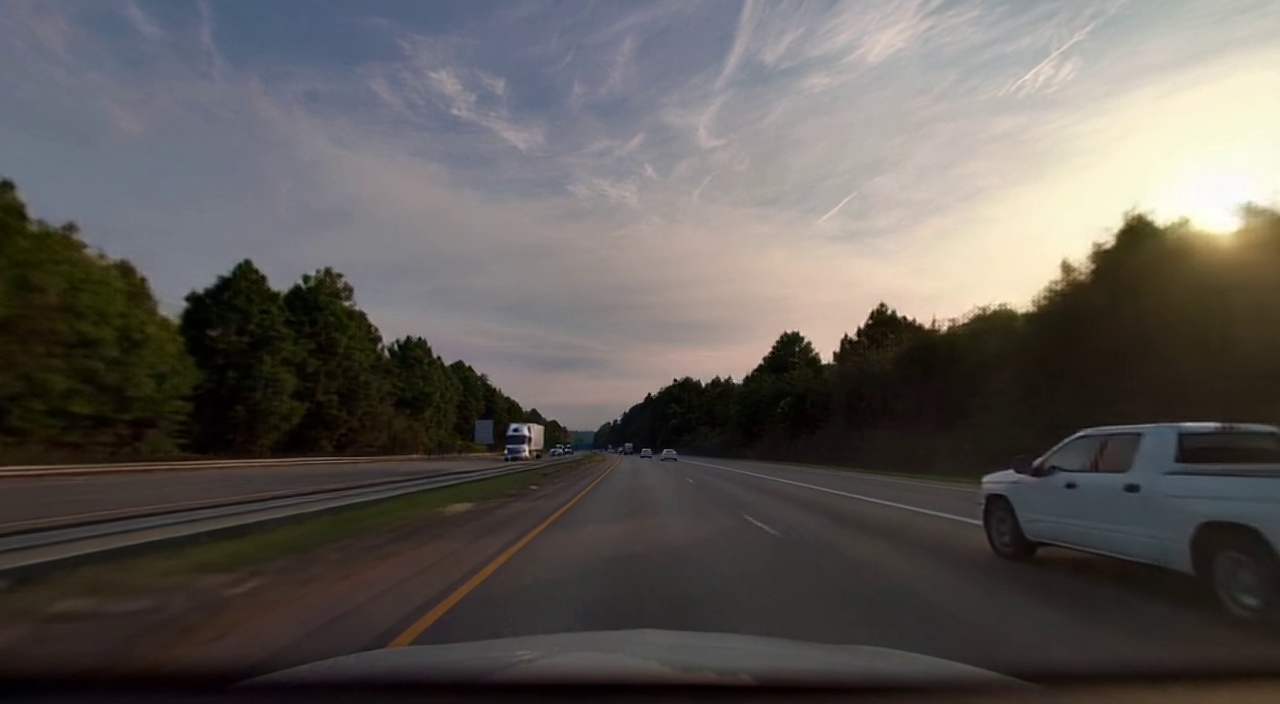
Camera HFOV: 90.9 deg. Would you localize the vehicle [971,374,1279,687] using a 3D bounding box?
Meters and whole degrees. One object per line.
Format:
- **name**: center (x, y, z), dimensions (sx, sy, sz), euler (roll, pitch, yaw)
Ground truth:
- **vehicle**: center (4.407, 1.085, 4.234), dimensions (1.933, 1.663, 4.440), euler (0, -9, 0)
